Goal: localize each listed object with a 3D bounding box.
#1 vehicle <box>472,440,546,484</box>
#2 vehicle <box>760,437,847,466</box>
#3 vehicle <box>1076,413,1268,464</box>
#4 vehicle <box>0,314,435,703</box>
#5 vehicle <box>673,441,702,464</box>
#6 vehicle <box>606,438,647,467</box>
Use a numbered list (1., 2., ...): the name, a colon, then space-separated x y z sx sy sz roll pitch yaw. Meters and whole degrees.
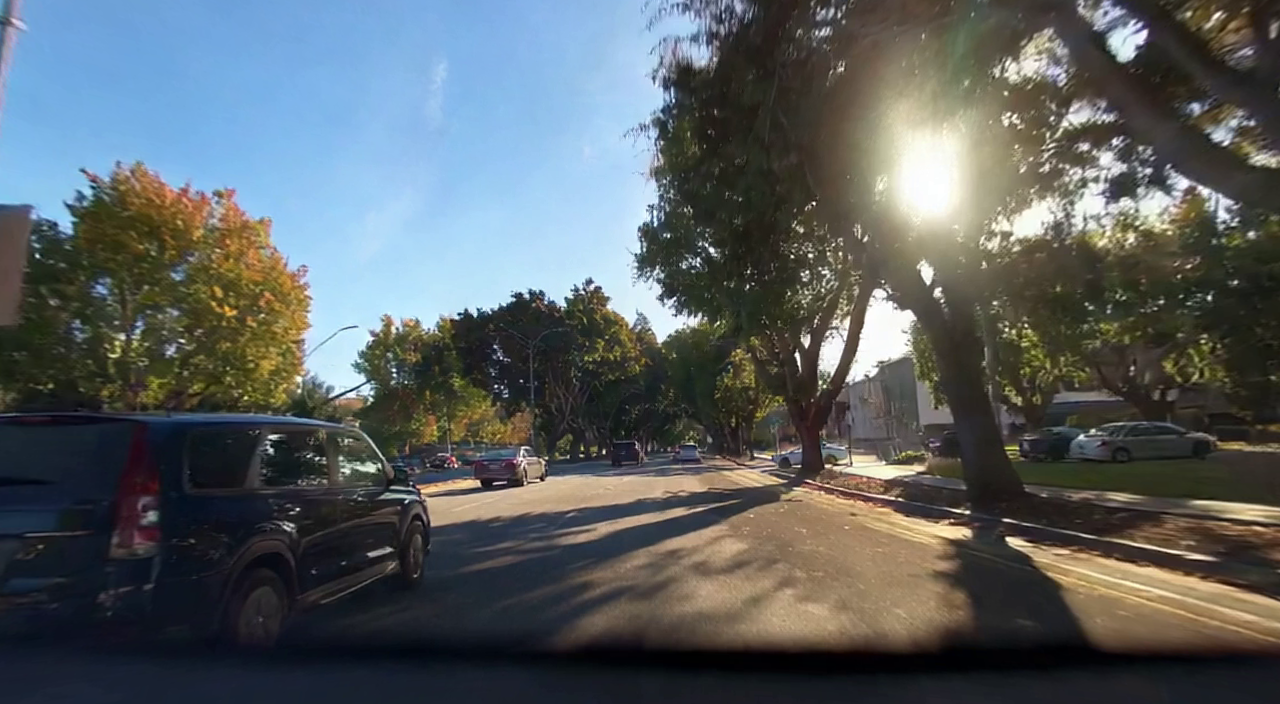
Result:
1. vehicle: -5.450 4.620 26.780 1.985 1.708 4.310 -1 -9 4
2. vehicle: 9.661 5.921 37.448 4.824 1.646 2.077 -2 -9 13
3. vehicle: 17.762 2.924 21.289 4.420 1.607 2.098 -1 -8 6
4. vehicle: -3.139 1.067 4.129 2.123 1.761 4.322 0 -9 0
5. vehicle: 3.565 7.639 47.990 2.088 1.597 4.309 -1 -9 3
6. vehicle: -0.867 6.803 42.855 2.255 1.806 4.710 -1 -9 6
